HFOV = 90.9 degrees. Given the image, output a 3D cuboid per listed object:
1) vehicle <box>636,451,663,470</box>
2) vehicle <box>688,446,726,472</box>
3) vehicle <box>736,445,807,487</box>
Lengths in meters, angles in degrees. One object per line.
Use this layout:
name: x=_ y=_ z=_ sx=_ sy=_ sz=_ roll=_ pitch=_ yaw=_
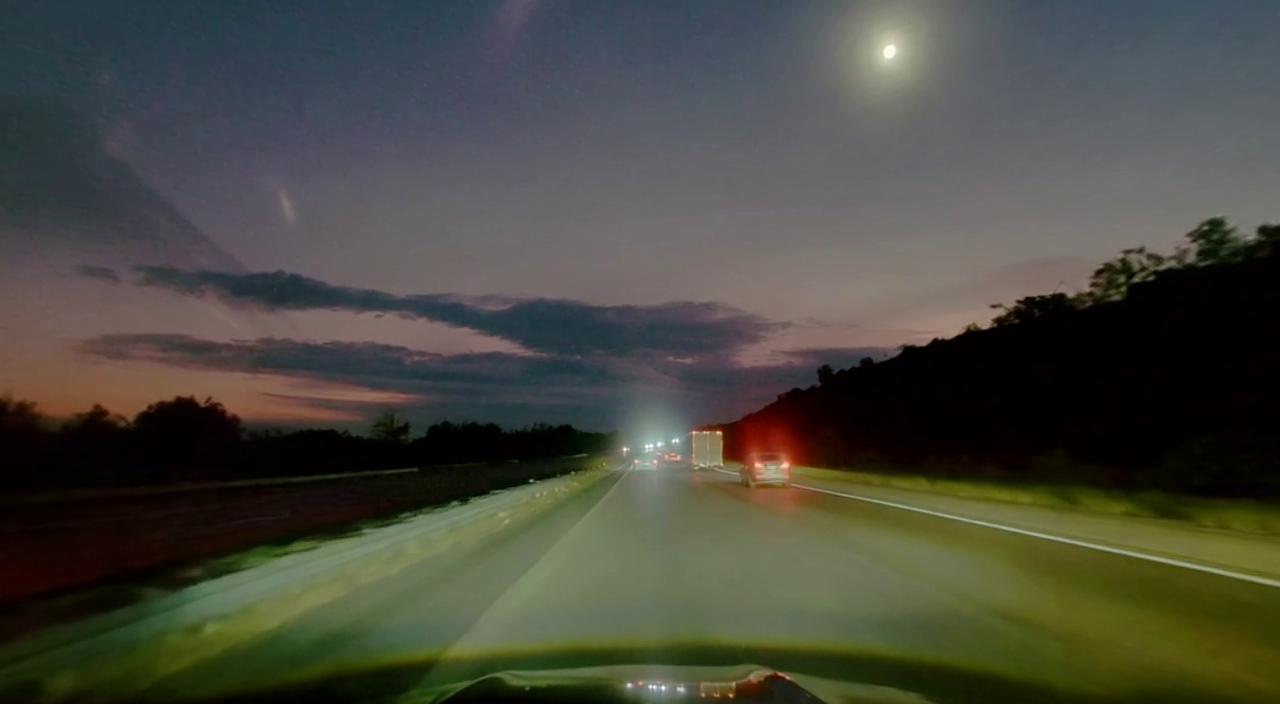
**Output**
vehicle: x=0.730 y=8.452 z=49.204 sx=1.991 sy=1.459 sz=3.769 roll=0 pitch=-9 yaw=0
vehicle: x=4.566 y=7.372 z=43.440 sx=2.122 sy=1.662 sz=4.392 roll=0 pitch=-9 yaw=0
vehicle: x=5.141 y=4.500 z=25.079 sx=1.964 sy=1.513 sz=3.707 roll=0 pitch=-9 yaw=-1
